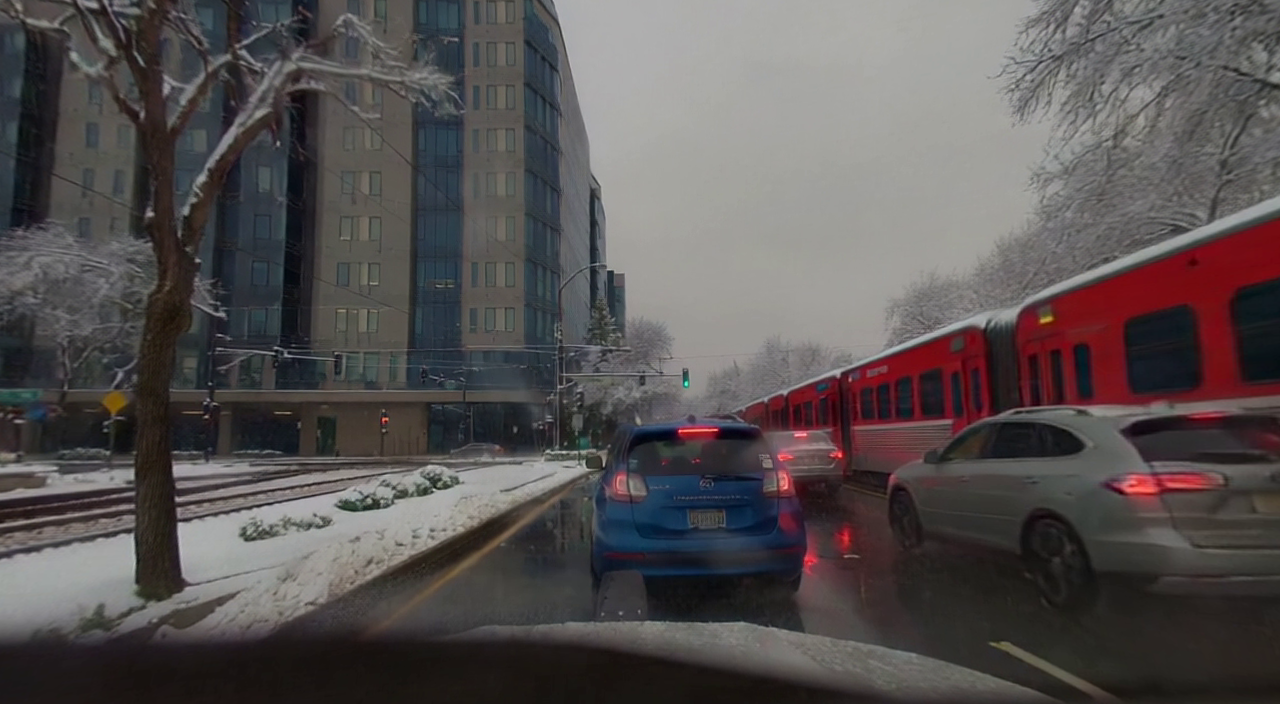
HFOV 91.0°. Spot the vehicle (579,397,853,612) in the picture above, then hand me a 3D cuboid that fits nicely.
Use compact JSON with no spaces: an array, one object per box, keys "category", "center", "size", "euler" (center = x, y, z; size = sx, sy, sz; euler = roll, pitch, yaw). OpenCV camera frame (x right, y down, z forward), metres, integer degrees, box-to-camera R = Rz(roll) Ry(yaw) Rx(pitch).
[{"category":"vehicle","center":[0.507,1.519,7.134],"size":[2.190,1.684,4.084],"euler":[0,-9,-3]}]

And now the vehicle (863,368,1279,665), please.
[{"category":"vehicle","center":[4.284,1.350,6.345],"size":[2.165,1.760,5.064],"euler":[0,-9,-1]}]
